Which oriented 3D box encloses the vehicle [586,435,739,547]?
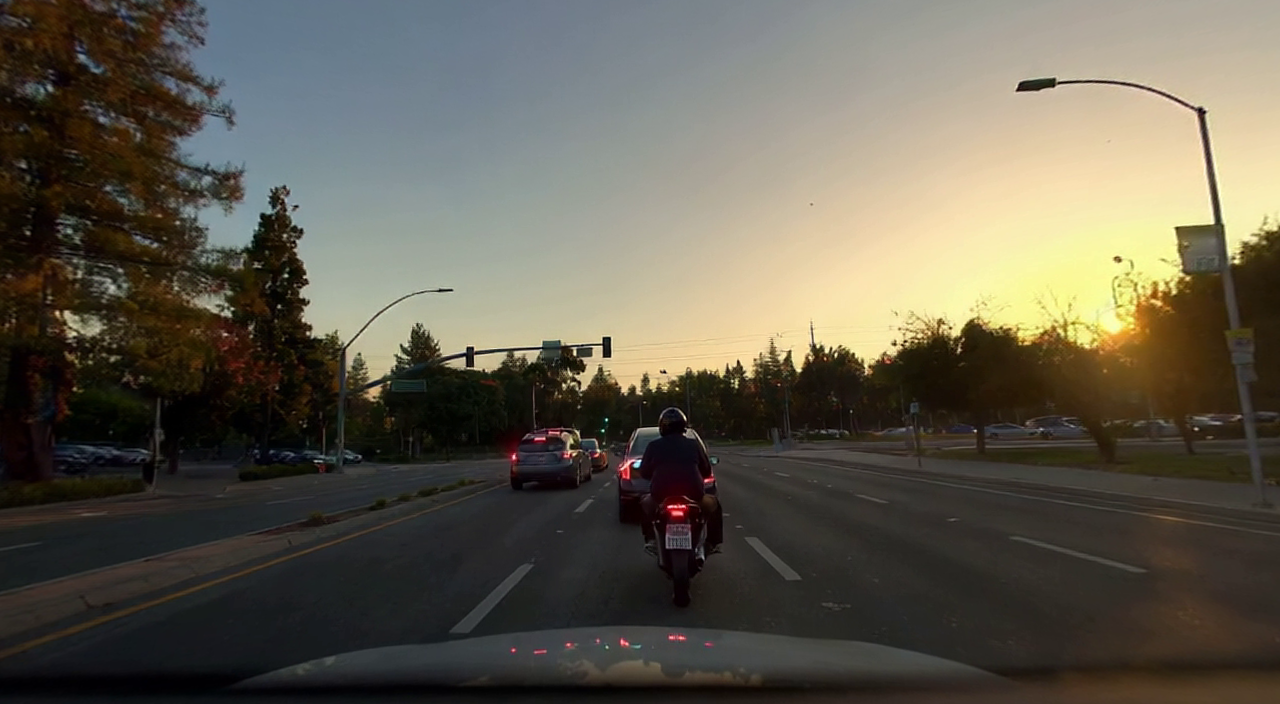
[{"bbox_3d":[0.326,2.168,10.658,2.009,1.450,4.608,-1,-8,1],"label":"vehicle"}]

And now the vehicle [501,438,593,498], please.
[{"bbox_3d":[-2.550,3.280,18.258,1.979,1.499,3.840,-1,-8,2],"label":"vehicle"}]
